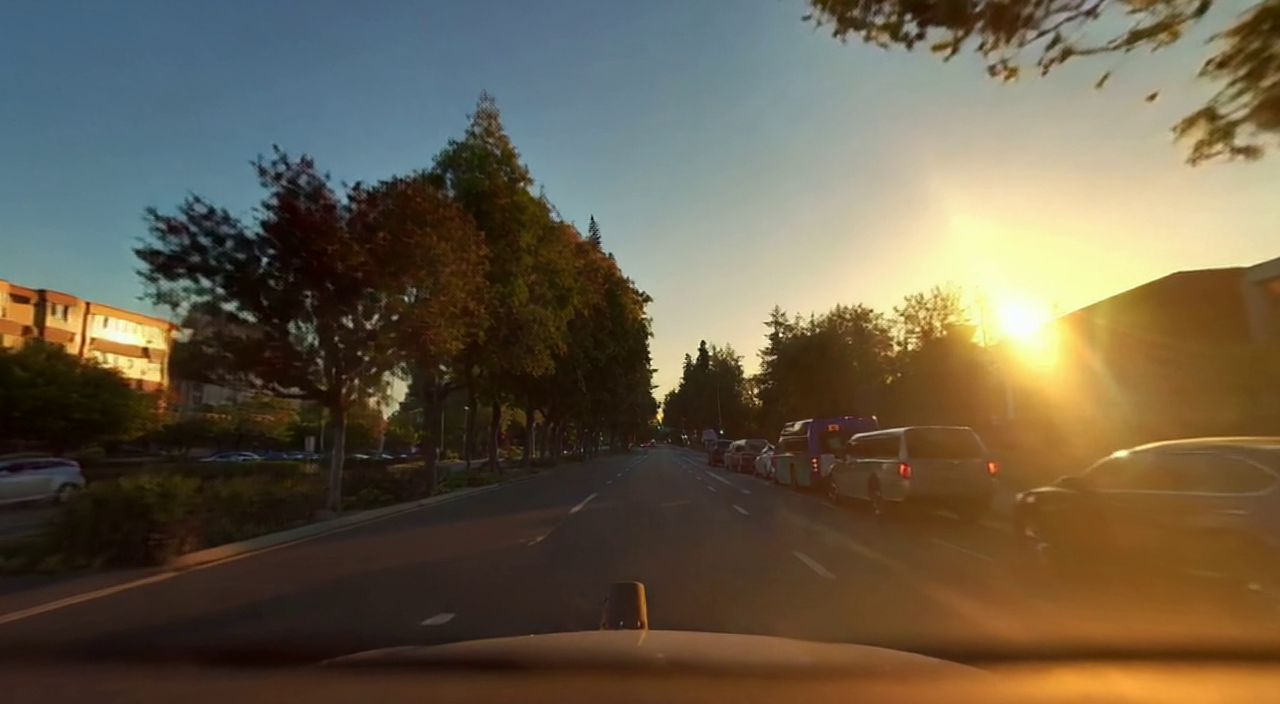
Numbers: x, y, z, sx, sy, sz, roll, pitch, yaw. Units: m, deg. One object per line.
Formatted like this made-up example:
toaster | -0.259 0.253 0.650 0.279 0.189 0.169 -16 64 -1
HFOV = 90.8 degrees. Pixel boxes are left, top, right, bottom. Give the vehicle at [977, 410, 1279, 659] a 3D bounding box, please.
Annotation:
vehicle | 4.799 1.240 4.845 1.973 1.465 4.440 -1 -8 0

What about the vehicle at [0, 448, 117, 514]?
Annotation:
vehicle | -18.978 3.823 18.970 2.166 1.804 4.897 -1 -8 3

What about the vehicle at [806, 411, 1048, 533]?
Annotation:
vehicle | 4.810 2.100 11.607 2.304 1.760 4.630 -1 -8 1
